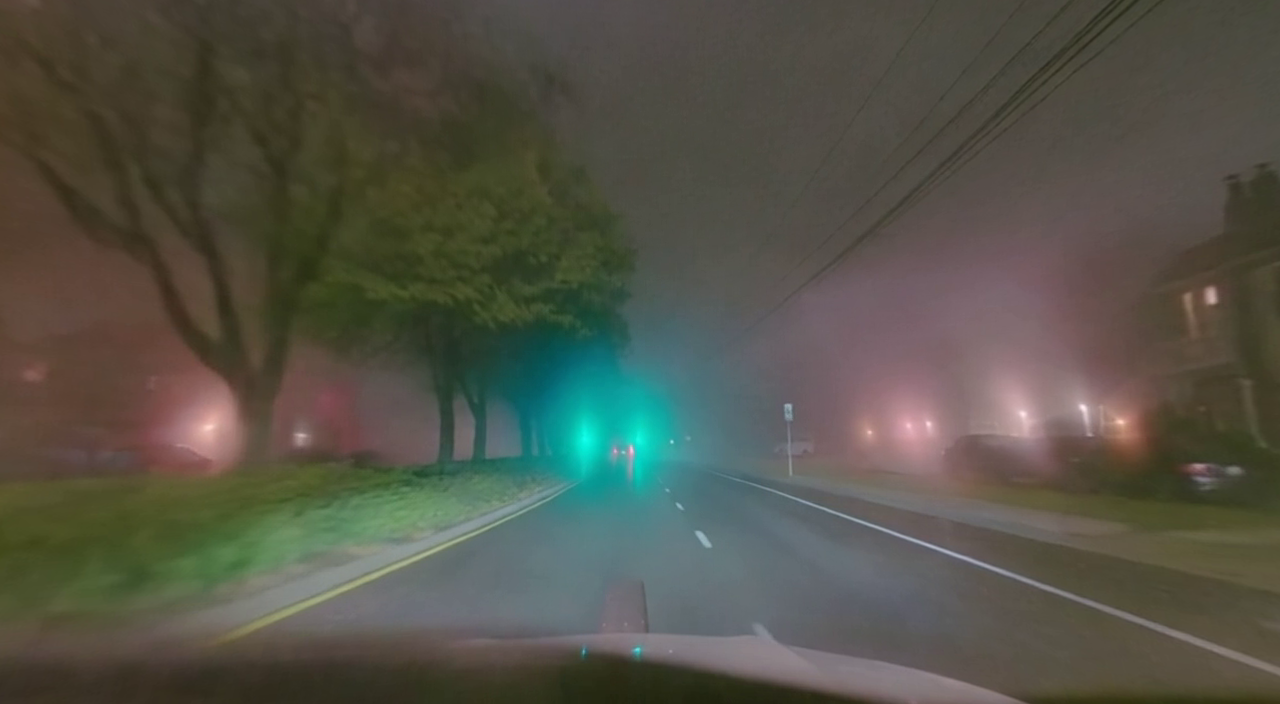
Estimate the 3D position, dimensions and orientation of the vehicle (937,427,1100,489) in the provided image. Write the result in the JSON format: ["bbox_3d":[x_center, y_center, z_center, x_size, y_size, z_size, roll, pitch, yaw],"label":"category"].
[{"bbox_3d":[11.562,3.275,19.767,2.156,1.689,4.774,0,-9,1],"label":"vehicle"}]

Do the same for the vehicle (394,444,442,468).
[{"bbox_3d":[-15.632,7.332,44.568,1.884,1.540,3.927,0,-9,0],"label":"vehicle"}]

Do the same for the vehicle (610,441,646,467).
[{"bbox_3d":[-0.761,6.252,38.805,2.113,1.462,4.203,0,-9,-2],"label":"vehicle"}]

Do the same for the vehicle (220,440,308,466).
[{"bbox_3d":[-23.512,6.336,39.497,4.184,1.528,1.990,0,-9,-3],"label":"vehicle"}]

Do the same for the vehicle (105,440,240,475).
[{"bbox_3d":[-21.012,4.745,28.443,4.547,1.484,1.914,0,-9,0],"label":"vehicle"}]

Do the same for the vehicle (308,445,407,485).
[{"bbox_3d":[-11.119,4.437,25.181,1.910,1.431,4.426,0,-9,0],"label":"vehicle"}]

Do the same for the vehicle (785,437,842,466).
[{"bbox_3d":[11.210,6.457,41.056,2.147,1.767,5.125,0,-9,-1],"label":"vehicle"}]

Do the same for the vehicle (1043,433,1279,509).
[{"bbox_3d":[11.620,2.622,14.377,1.838,1.443,4.563,0,-9,0],"label":"vehicle"}]
